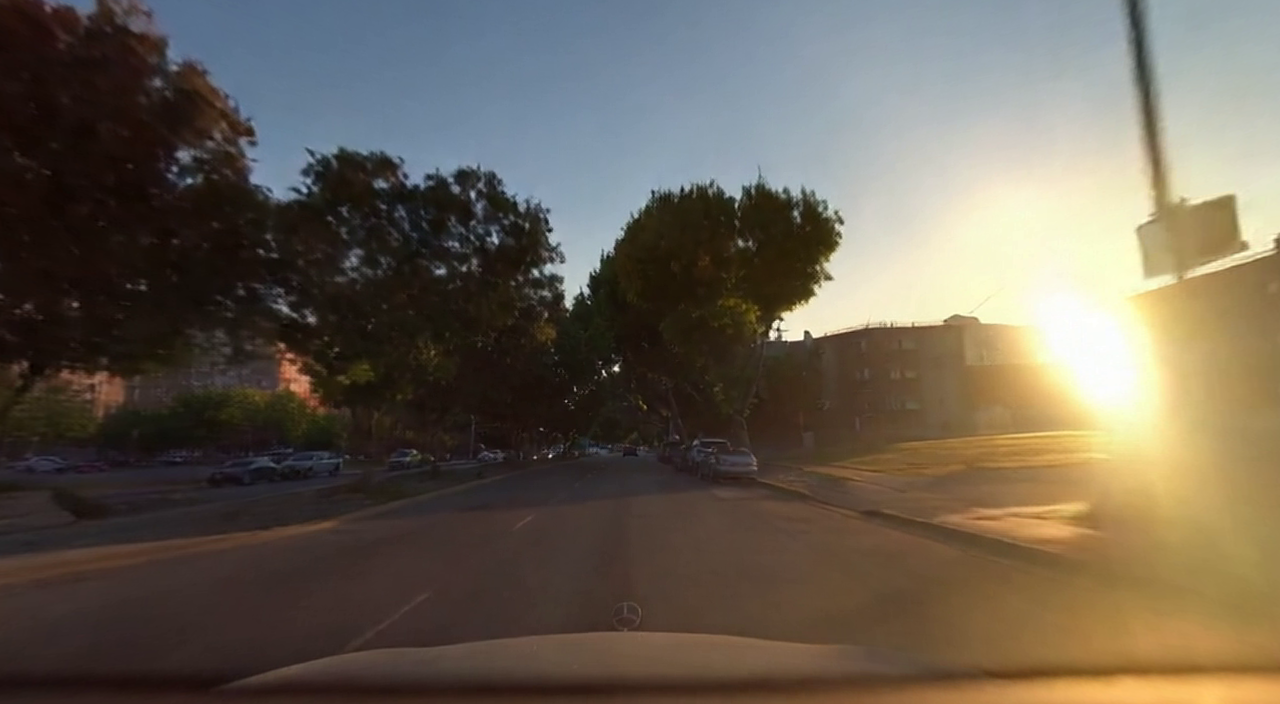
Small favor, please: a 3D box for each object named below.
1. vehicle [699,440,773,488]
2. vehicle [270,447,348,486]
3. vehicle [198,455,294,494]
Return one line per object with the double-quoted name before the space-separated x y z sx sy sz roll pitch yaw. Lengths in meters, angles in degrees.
"vehicle" 3.252 3.886 22.248 1.924 1.492 4.587 0 -8 0
"vehicle" -18.269 6.285 35.173 2.007 1.806 4.707 -4 -8 -2
"vehicle" -18.389 5.718 29.787 1.791 1.461 4.496 -4 -8 -2
